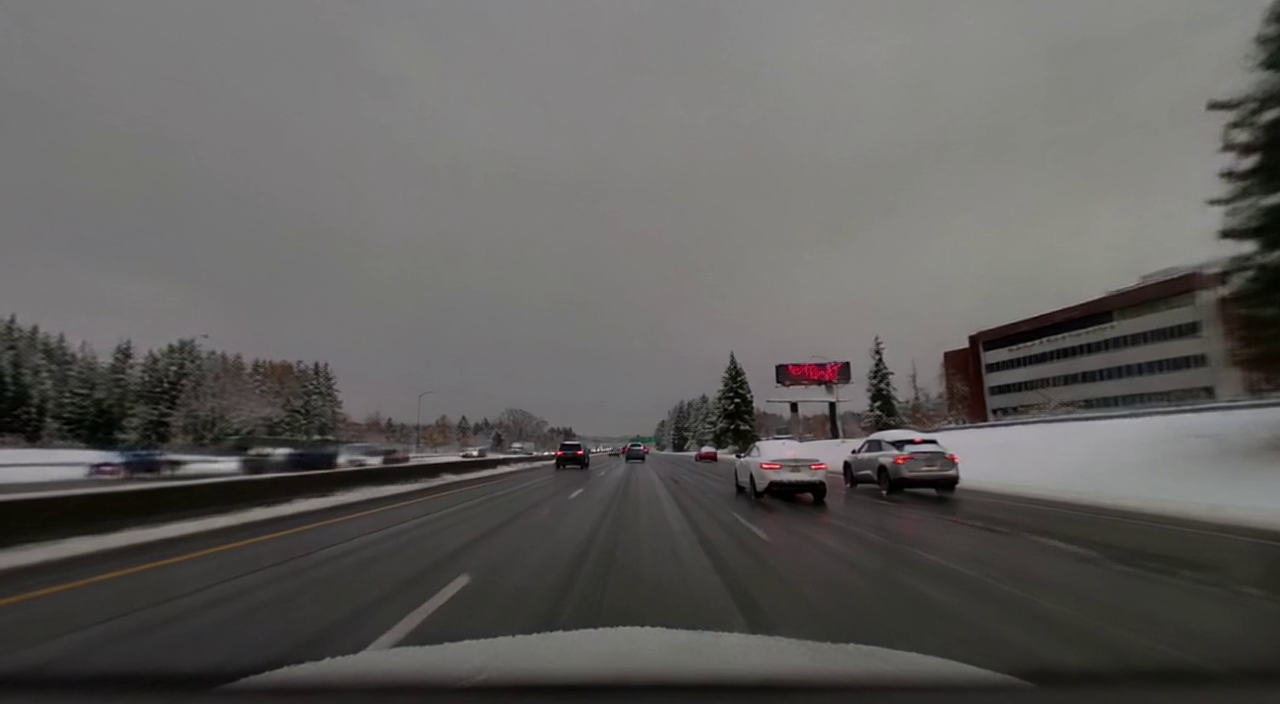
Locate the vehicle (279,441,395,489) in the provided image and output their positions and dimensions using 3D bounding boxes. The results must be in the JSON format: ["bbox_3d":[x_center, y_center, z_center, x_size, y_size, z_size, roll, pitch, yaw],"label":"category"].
[{"bbox_3d":[-10.874,4.074,23.100,2.064,1.539,4.399,0,-9,0],"label":"vehicle"}]

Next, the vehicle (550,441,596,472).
[{"bbox_3d":[-3.957,6.290,38.292,2.256,1.756,4.745,0,-9,0],"label":"vehicle"}]

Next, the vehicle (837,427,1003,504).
[{"bbox_3d":[7.336,3.035,17.265,2.176,1.793,4.841,0,-9,-2],"label":"vehicle"}]

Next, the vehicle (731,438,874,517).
[{"bbox_3d":[3.445,2.764,14.440,1.987,1.509,4.512,0,-9,-1],"label":"vehicle"}]

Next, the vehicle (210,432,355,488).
[{"bbox_3d":[-14.585,4.456,26.390,2.503,2.021,6.039,0,-9,0],"label":"vehicle"}]

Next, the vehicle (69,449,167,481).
[{"bbox_3d":[-31.775,6.860,38.685,1.957,1.790,4.792,0,-9,-2],"label":"vehicle"}]

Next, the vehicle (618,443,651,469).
[{"bbox_3d":[-0.379,7.163,43.786,2.191,1.685,4.015,0,-9,0],"label":"vehicle"}]
